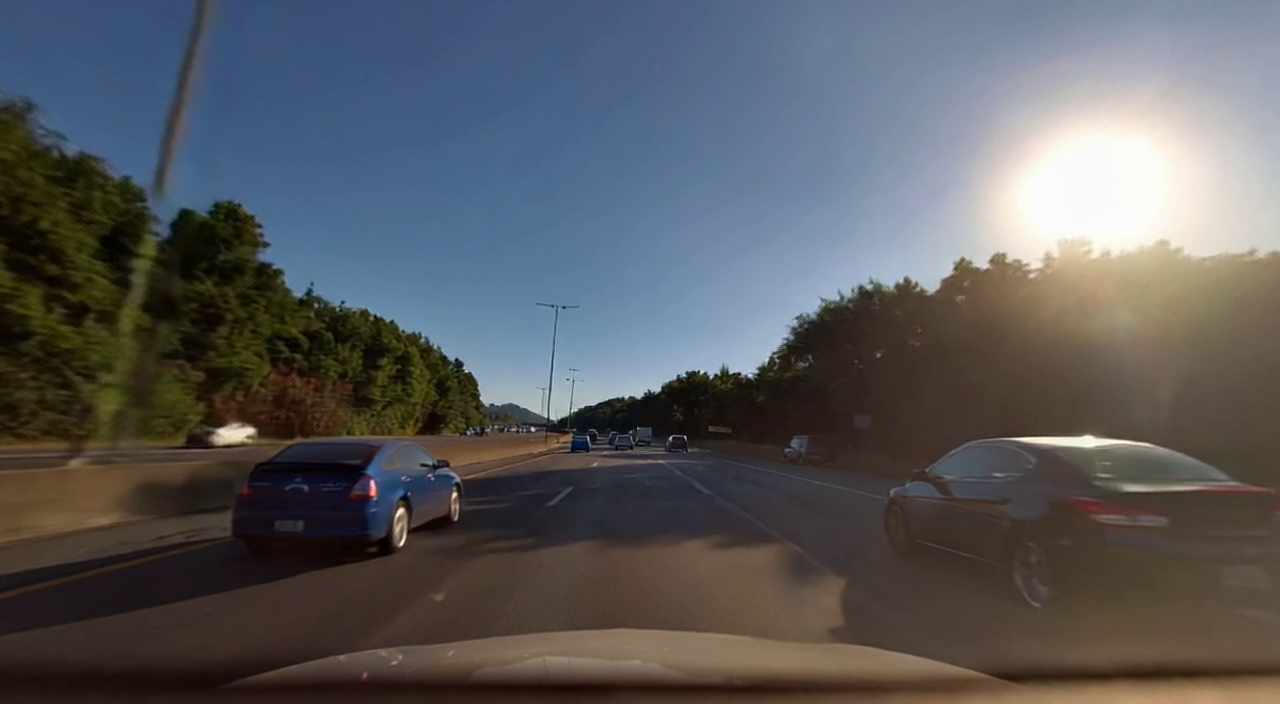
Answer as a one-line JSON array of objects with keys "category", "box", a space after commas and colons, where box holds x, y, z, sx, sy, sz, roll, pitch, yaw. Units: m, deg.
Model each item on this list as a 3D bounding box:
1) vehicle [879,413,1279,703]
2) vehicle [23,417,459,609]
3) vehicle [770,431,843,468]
[{"category": "vehicle", "box": [3.724, 1.350, 5.238, 1.883, 1.536, 3.792, 0, -8, -2]}, {"category": "vehicle", "box": [-3.929, 1.628, 7.581, 2.032, 1.535, 4.889, 0, -8, 0]}, {"category": "vehicle", "box": [8.080, 4.772, 31.088, 2.156, 1.679, 4.492, 0, -8, -3]}]
